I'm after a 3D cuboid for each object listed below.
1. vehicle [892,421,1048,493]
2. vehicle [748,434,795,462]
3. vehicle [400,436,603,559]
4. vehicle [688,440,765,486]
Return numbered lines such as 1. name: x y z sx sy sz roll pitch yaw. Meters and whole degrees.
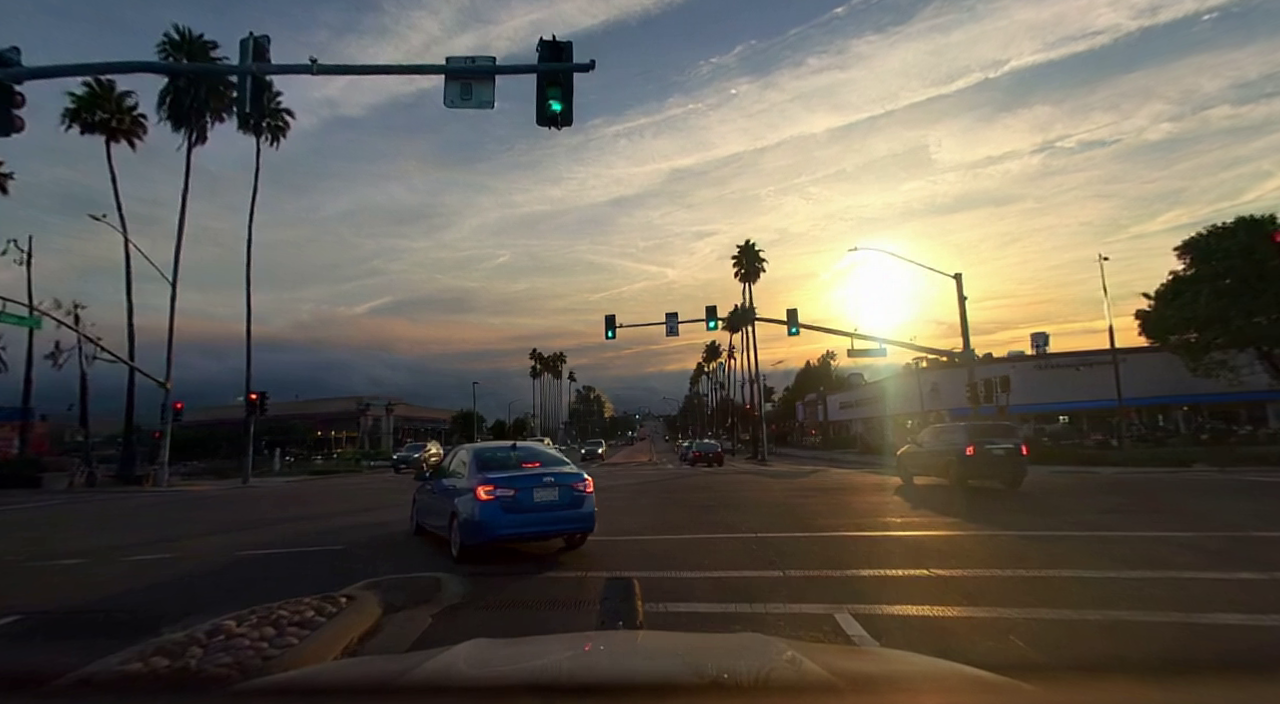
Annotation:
1. vehicle: 9.624 3.110 19.006 2.059 1.859 4.690 0 -8 -1
2. vehicle: 9.344 6.886 45.354 2.027 1.848 5.158 1 -9 -3
3. vehicle: -2.410 2.116 10.065 2.089 1.471 4.206 4 -10 -27
4. vehicle: 2.922 3.852 22.309 1.977 1.449 4.254 0 -8 -2
